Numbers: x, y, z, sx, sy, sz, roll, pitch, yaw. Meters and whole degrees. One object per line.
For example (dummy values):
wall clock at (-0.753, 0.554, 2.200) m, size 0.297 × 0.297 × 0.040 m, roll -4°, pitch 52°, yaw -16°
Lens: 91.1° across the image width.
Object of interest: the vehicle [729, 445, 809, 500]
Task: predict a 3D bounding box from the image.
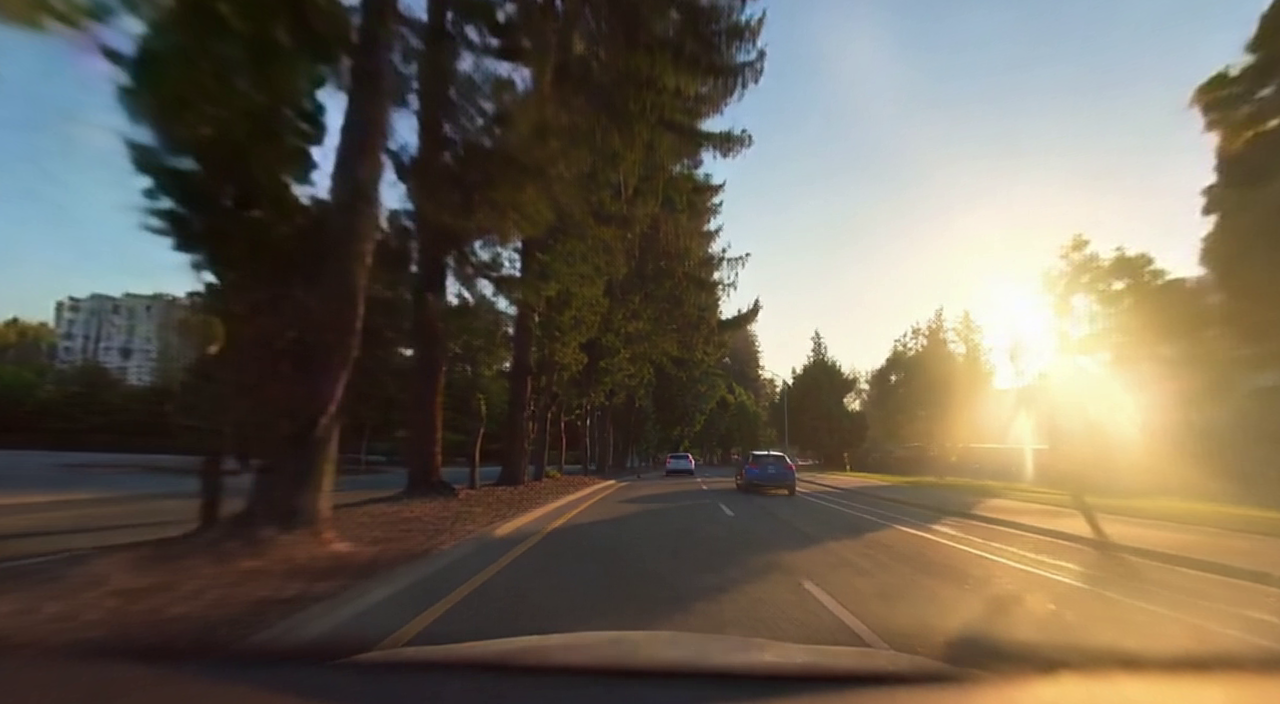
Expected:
vehicle at (4.275, 4.042, 21.509) m, size 1.971 × 1.663 × 4.287 m, roll 0°, pitch -8°, yaw 2°

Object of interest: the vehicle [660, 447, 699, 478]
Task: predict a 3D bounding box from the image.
vehicle at (2.640, 7.117, 40.741) m, size 2.251 × 1.822 × 4.391 m, roll -1°, pitch -9°, yaw 7°
